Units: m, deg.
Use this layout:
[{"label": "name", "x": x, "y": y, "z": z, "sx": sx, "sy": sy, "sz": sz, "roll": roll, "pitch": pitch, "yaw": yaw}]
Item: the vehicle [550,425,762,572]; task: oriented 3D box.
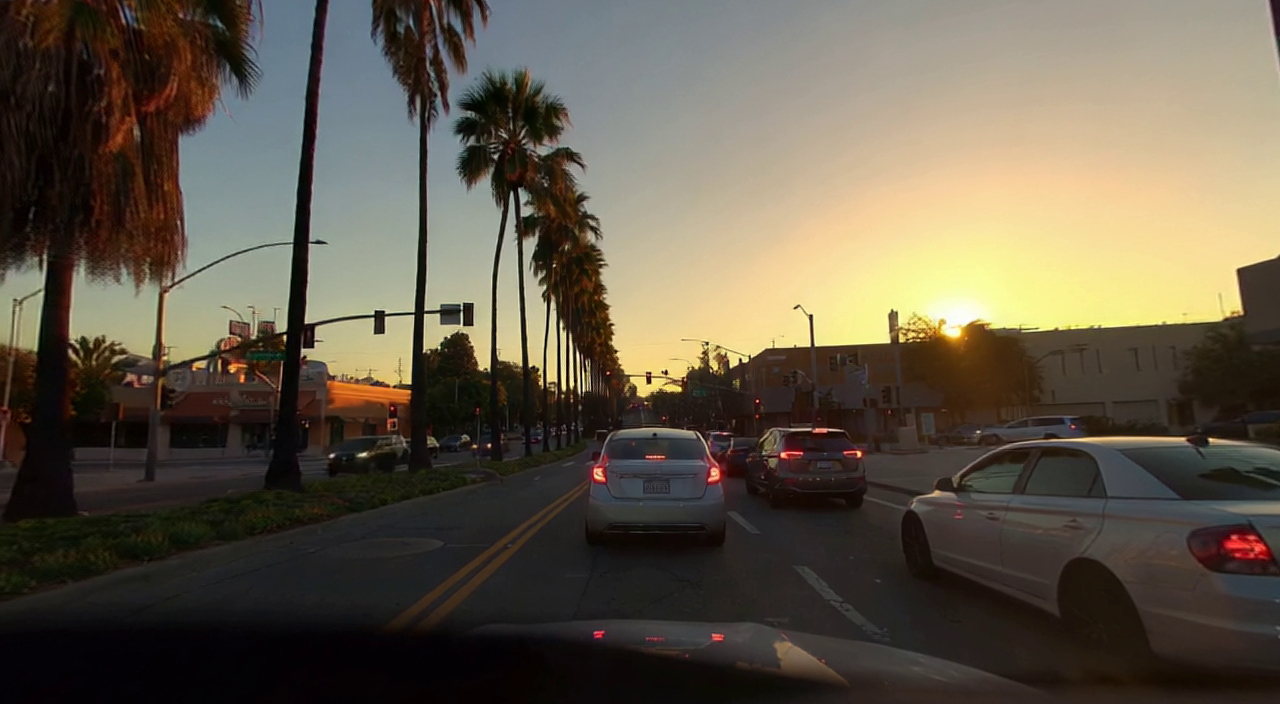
[{"label": "vehicle", "x": 0.182, "y": 1.787, "z": 8.464, "sx": 2.140, "sy": 1.474, "sz": 4.026, "roll": 0, "pitch": -8, "yaw": 1}]

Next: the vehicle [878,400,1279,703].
[{"label": "vehicle", "x": 3.538, "y": 1.228, "z": 4.465, "sx": 1.910, "sy": 1.490, "sz": 4.661, "roll": 0, "pitch": -8, "yaw": 1}]

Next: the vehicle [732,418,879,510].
[{"label": "vehicle", "x": 3.495, "y": 2.464, "z": 14.302, "sx": 2.169, "sy": 1.751, "sz": 4.276, "roll": 0, "pitch": -8, "yaw": 0}]

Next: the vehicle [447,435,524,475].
[{"label": "vehicle", "x": -6.042, "y": 4.094, "z": 25.221, "sx": 1.822, "sy": 1.456, "sz": 4.396, "roll": -1, "pitch": -8, "yaw": 2}]

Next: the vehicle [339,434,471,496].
[{"label": "vehicle", "x": -6.253, "y": 3.047, "z": 17.357, "sx": 1.900, "sy": 1.487, "sz": 4.165, "roll": 0, "pitch": -8, "yaw": 2}]
